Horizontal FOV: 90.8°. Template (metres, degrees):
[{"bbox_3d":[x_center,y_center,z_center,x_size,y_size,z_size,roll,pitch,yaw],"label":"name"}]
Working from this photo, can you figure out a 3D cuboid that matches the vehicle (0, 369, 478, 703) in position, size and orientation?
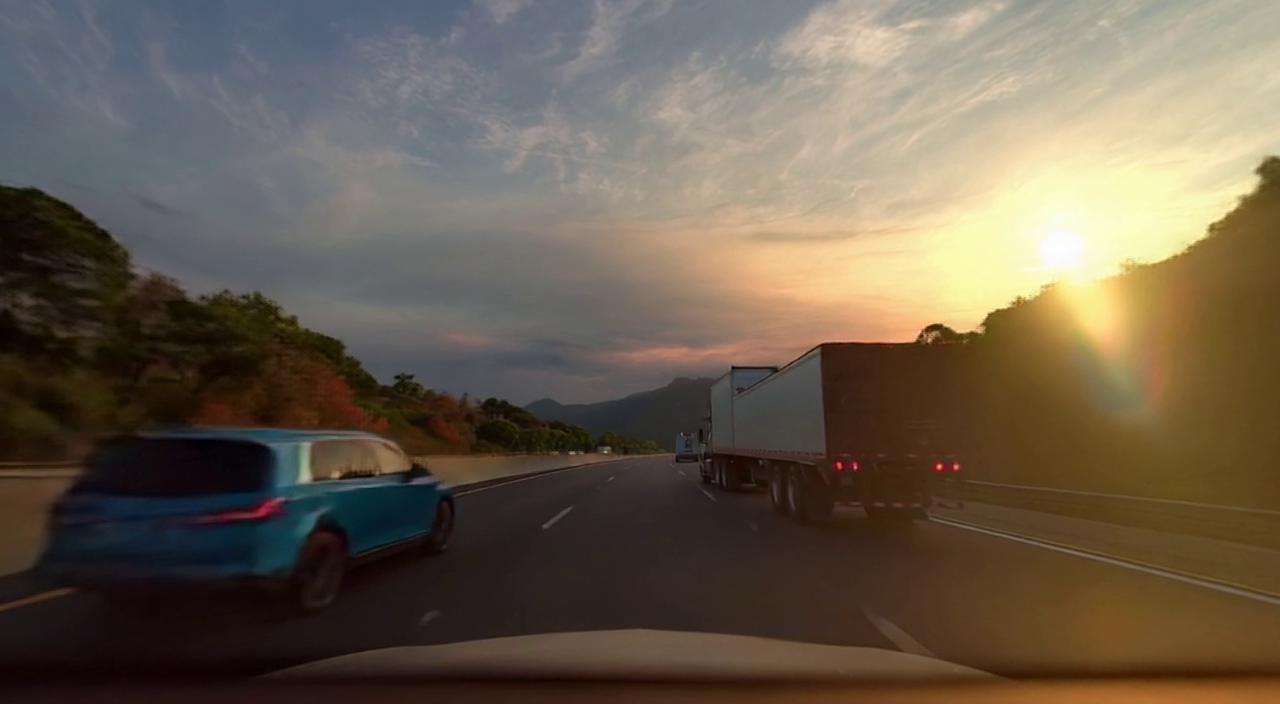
[{"bbox_3d":[-3.140,1.270,5.387,2.297,1.683,4.385,0,-9,1],"label":"vehicle"}]

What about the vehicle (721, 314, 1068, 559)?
[{"bbox_3d":[4.417,2.247,15.854,2.868,3.427,14.032,0,-9,0],"label":"vehicle"}]
